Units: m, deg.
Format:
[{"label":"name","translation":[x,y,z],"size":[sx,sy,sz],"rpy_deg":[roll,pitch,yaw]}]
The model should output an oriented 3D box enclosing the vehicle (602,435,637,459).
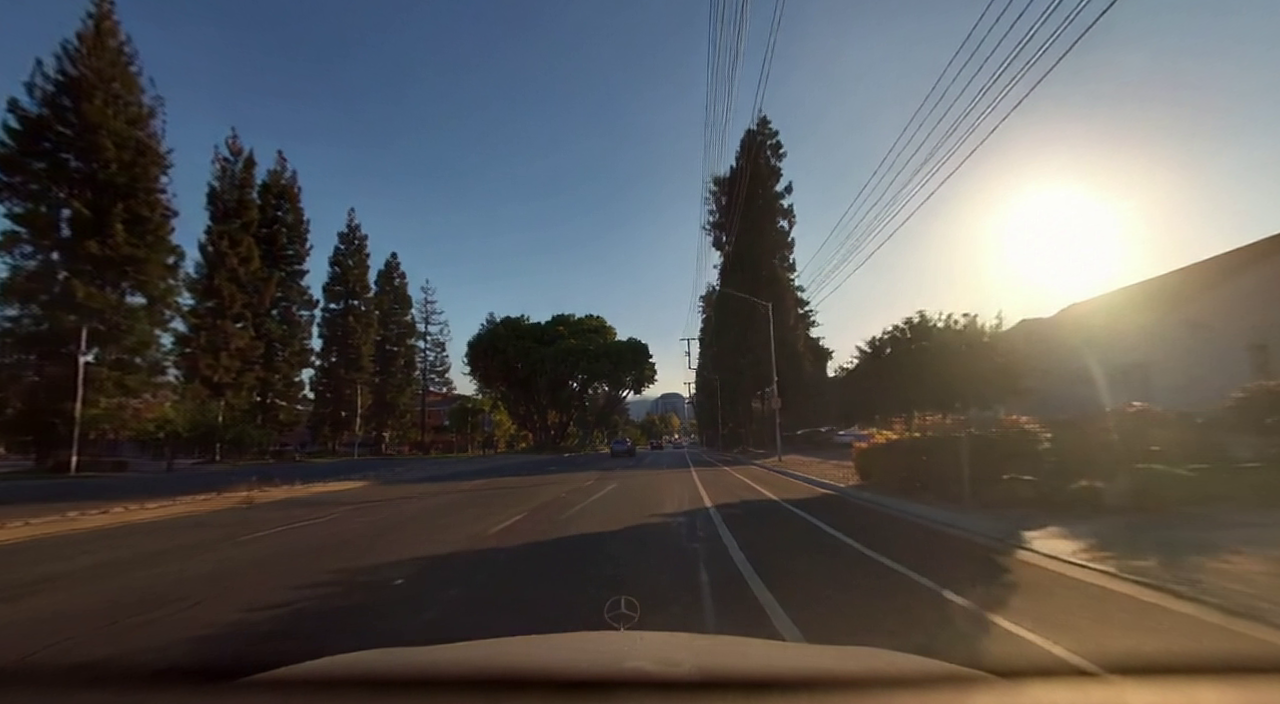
[{"label":"vehicle","translation":[-1.379,6.760,44.983],"size":[2.121,1.654,3.993],"rpy_deg":[-1,-8,4]}]
